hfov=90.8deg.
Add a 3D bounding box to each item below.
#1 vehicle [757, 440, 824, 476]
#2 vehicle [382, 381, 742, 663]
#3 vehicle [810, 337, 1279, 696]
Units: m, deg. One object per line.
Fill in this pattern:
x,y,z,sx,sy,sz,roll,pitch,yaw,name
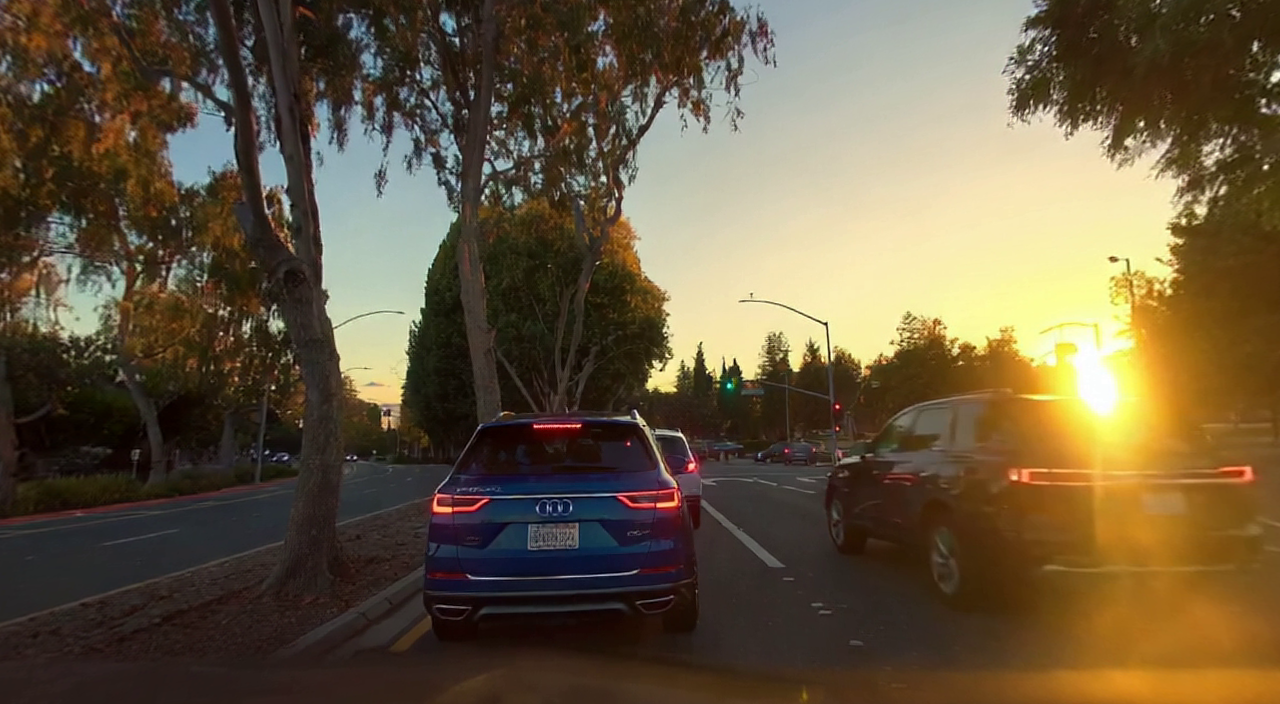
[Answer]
6.706,4.757,28.660,1.917,1.489,4.625,0,-9,0,vehicle
-0.422,1.353,6.083,2.201,1.709,4.271,0,-9,2,vehicle
3.402,1.222,5.868,2.200,1.909,4.853,0,-9,-1,vehicle
